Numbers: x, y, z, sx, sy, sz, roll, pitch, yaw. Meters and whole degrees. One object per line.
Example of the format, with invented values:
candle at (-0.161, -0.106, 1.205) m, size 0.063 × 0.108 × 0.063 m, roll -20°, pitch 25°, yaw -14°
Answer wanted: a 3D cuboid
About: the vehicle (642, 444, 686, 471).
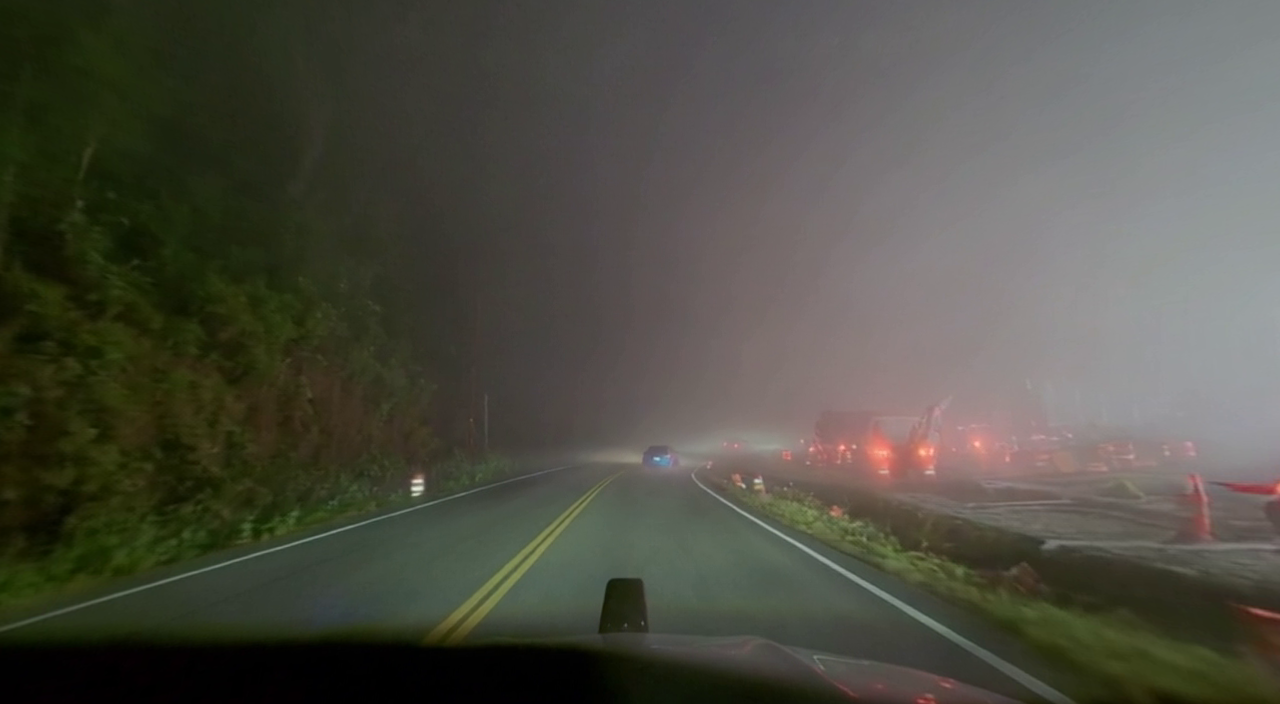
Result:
vehicle at (1.515, 6.370, 38.194) m, size 2.259 × 1.503 × 4.075 m, roll -1°, pitch -8°, yaw 8°
